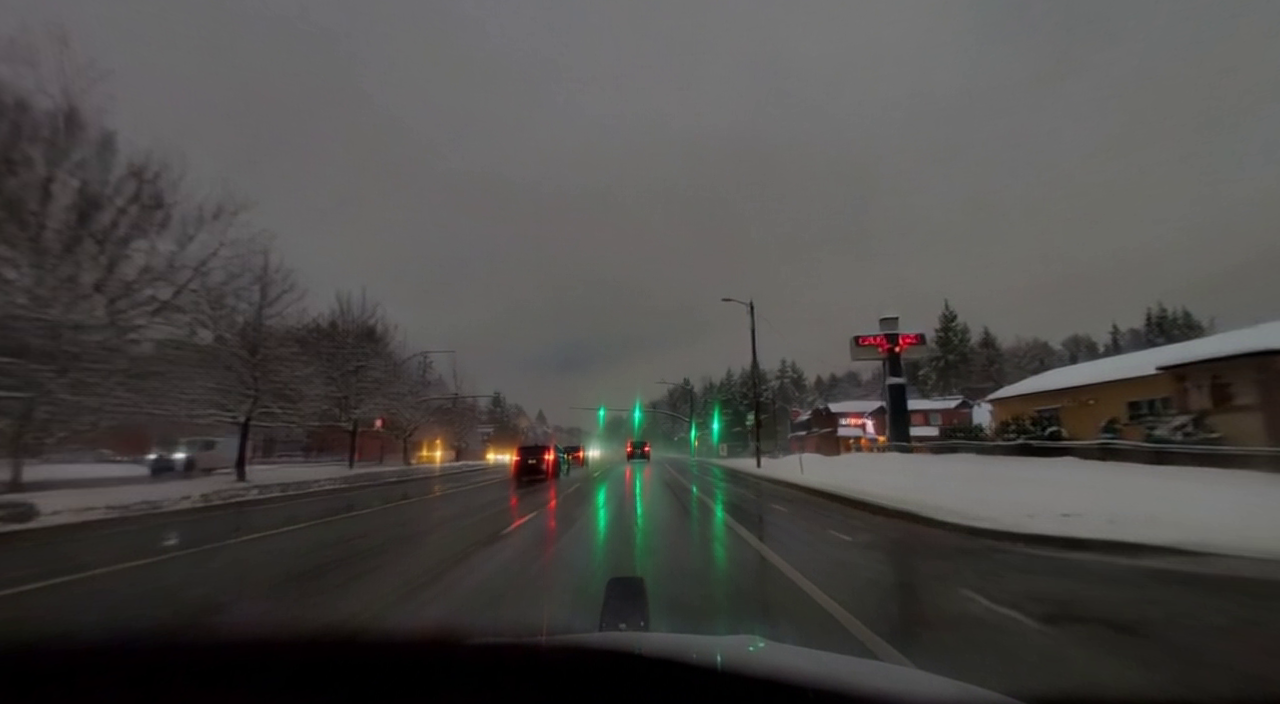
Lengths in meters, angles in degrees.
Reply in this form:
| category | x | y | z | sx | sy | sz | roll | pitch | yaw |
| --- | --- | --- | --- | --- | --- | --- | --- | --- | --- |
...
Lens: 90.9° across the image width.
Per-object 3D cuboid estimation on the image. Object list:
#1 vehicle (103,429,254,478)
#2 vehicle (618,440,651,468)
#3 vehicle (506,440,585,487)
| category | x | y | z | sx | sy | sz | roll | pitch | yaw |
| --- | --- | --- | --- | --- | --- | --- | --- | --- | --- |
| vehicle | -20.523 | 4.540 | 28.476 | 2.226 | 1.987 | 5.777 | 0 | -8 | 3 |
| vehicle | -0.360 | 6.987 | 43.368 | 2.153 | 1.764 | 4.047 | 0 | -8 | 0 |
| vehicle | -3.223 | 3.894 | 22.395 | 2.015 | 1.470 | 4.458 | 0 | -8 | 1 |
